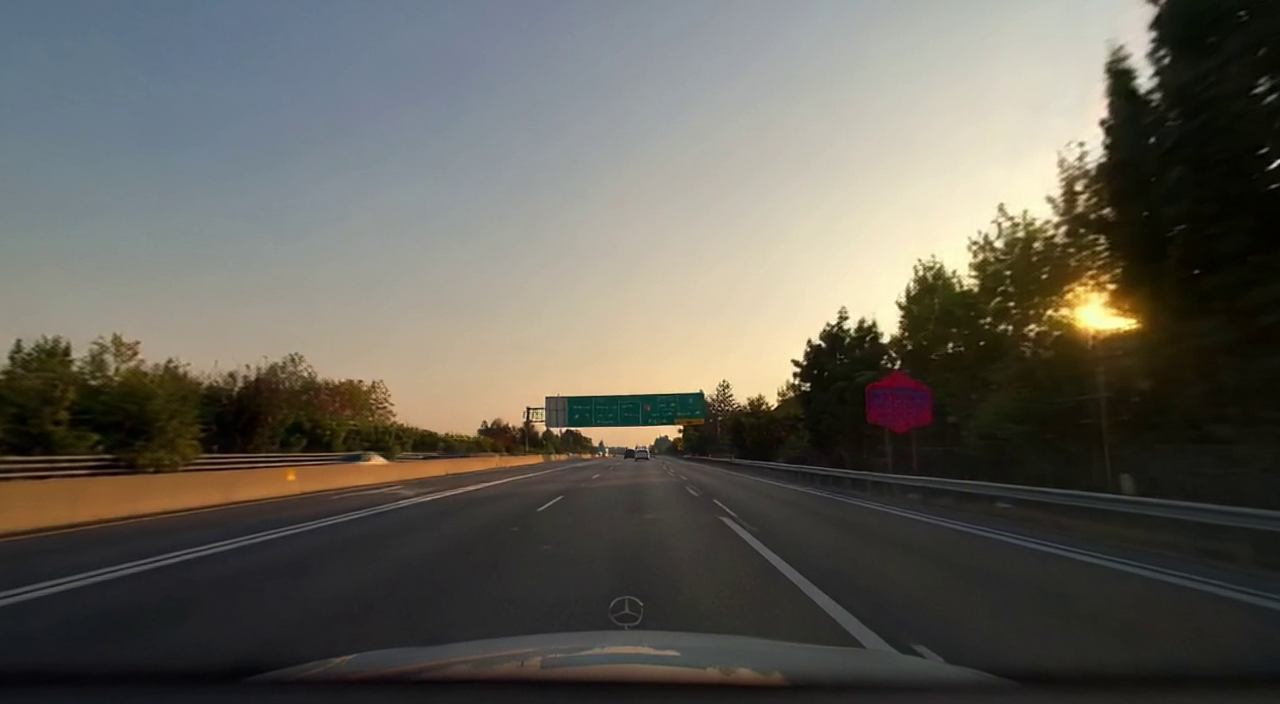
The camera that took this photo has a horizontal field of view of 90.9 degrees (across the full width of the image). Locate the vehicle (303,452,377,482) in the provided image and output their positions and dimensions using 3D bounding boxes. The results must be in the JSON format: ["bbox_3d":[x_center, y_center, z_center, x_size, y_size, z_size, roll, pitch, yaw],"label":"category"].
[{"bbox_3d":[-16.759,6.428,35.471,1.889,1.542,4.553,0,-9,0],"label":"vehicle"}]
